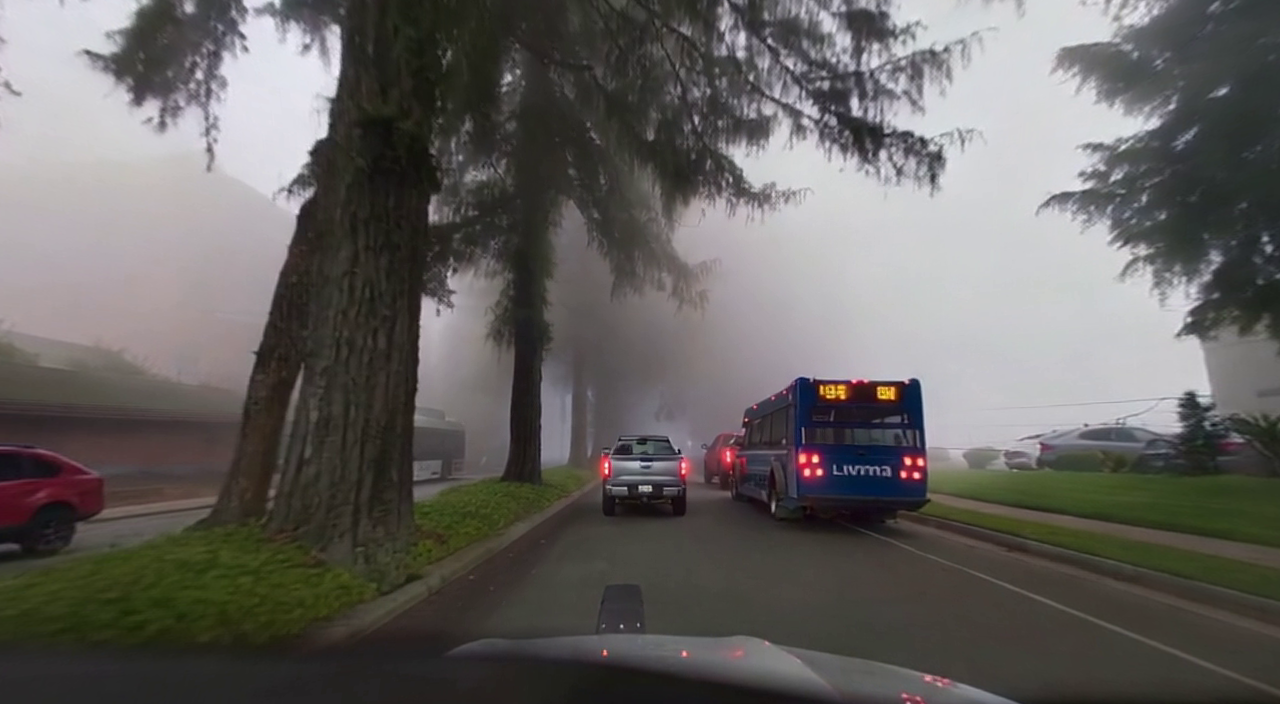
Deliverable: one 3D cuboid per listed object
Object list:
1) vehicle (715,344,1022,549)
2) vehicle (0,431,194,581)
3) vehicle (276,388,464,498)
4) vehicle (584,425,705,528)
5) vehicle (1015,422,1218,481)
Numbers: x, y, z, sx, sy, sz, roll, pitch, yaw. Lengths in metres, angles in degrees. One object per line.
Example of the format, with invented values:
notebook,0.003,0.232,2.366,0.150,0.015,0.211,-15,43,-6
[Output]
vehicle,4.020,2.156,14.727,3.088,3.057,10.503,0,-8,-1
vehicle,-8.476,1.909,8.125,2.028,1.728,4.630,0,-8,1
vehicle,-11.672,4.260,29.580,2.996,4.022,12.692,0,-8,1
vehicle,0.050,2.648,14.178,2.157,1.816,5.804,0,-8,-1
vehicle,14.456,3.053,19.401,4.452,1.554,2.158,-2,-9,-1
